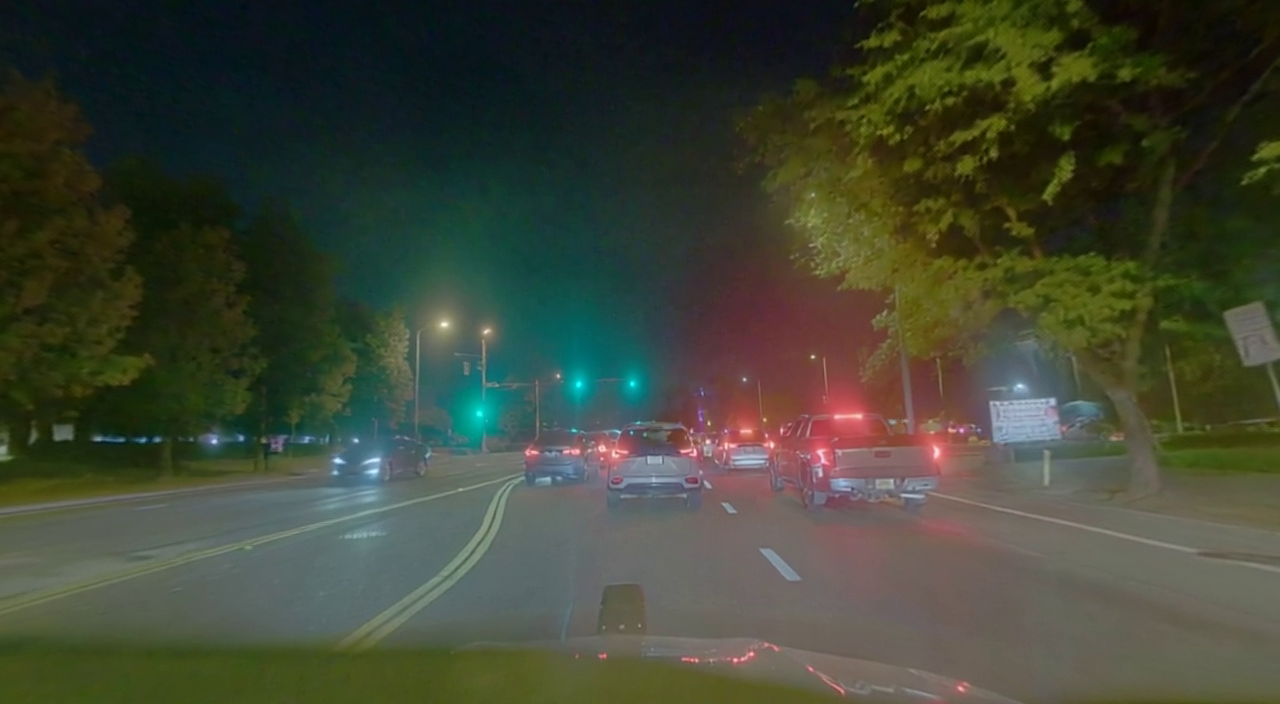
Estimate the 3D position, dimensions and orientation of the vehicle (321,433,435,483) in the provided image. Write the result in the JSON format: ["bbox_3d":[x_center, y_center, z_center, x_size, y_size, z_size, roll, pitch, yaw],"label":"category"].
[{"bbox_3d":[-8.805,3.593,21.618,1.868,1.496,4.219,0,-9,4],"label":"vehicle"}]

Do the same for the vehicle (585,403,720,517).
[{"bbox_3d":[0.285,1.991,11.944,2.113,1.768,3.901,0,-9,3],"label":"vehicle"}]

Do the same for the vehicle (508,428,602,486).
[{"bbox_3d":[-2.335,3.023,18.475,2.023,1.494,4.259,-1,-8,2],"label":"vehicle"}]

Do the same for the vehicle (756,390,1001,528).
[{"bbox_3d":[3.767,1.888,11.556,2.317,1.857,5.940,0,-9,2],"label":"vehicle"}]
